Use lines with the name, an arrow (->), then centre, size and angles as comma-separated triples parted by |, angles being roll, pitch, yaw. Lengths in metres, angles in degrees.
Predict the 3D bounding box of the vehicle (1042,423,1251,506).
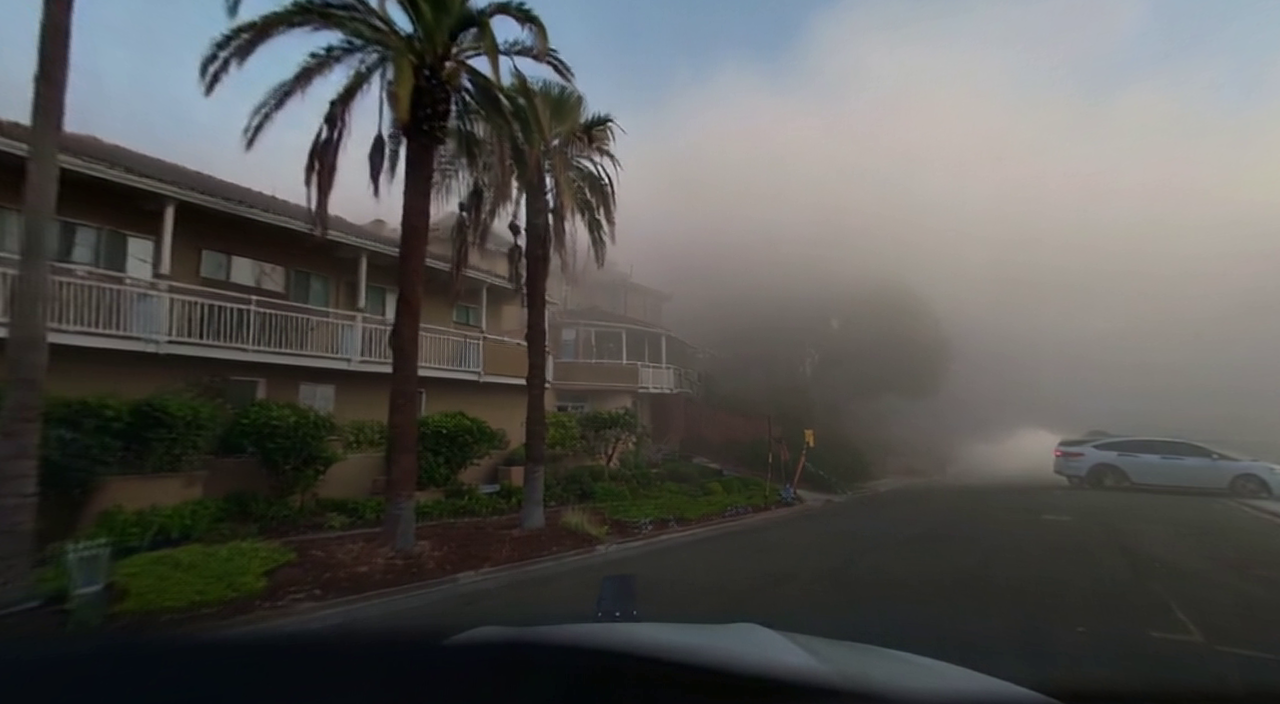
vehicle -> 18.844, 4.133, 24.065 | 5.872, 2.468, 2.864 | -1, -8, 33
